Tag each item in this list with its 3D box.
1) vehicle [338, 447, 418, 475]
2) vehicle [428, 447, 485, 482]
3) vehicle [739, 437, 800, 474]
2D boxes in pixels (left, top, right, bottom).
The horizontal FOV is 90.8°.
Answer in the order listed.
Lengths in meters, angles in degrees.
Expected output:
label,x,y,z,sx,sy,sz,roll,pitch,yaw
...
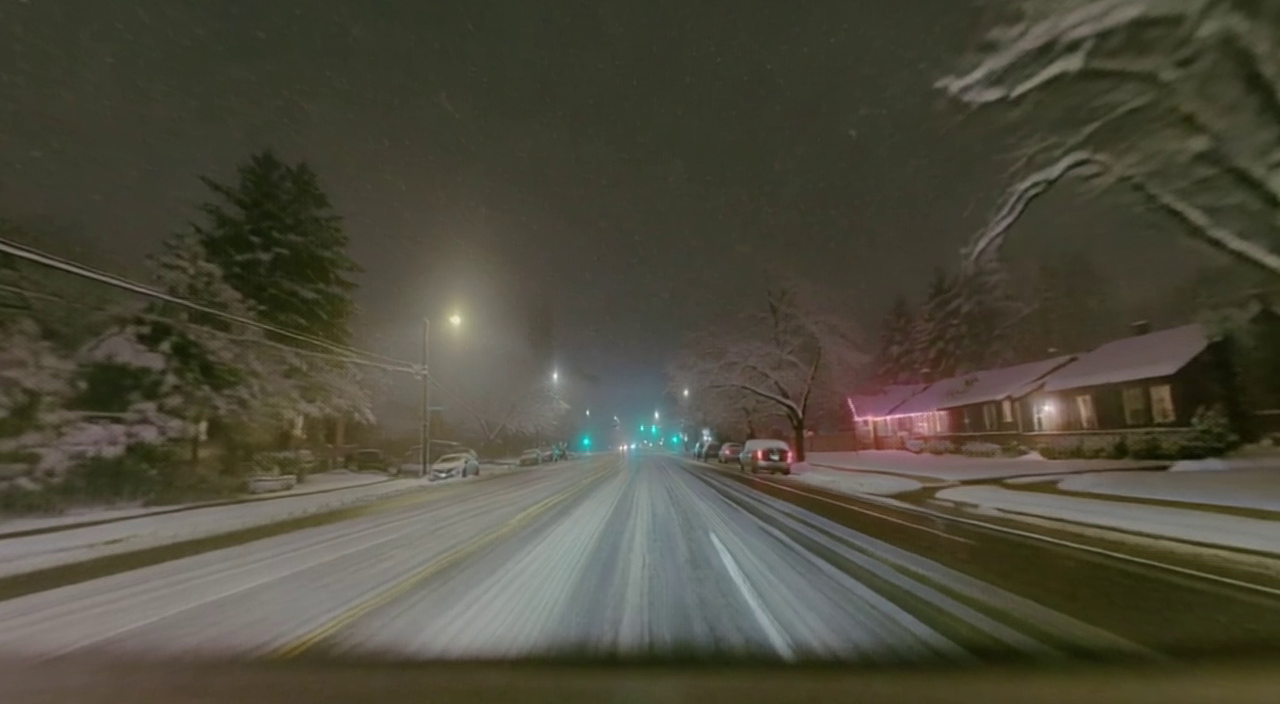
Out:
label,x,y,z,sx,sy,sz,roll,pitch,yaw
vehicle,-18.351,7.643,44.393,4.699,1.853,2.095,-1,-8,3
vehicle,-10.654,6.547,36.975,1.996,1.781,4.139,-3,-9,3
vehicle,7.500,6.048,37.250,2.224,1.956,6.057,0,-8,-1
